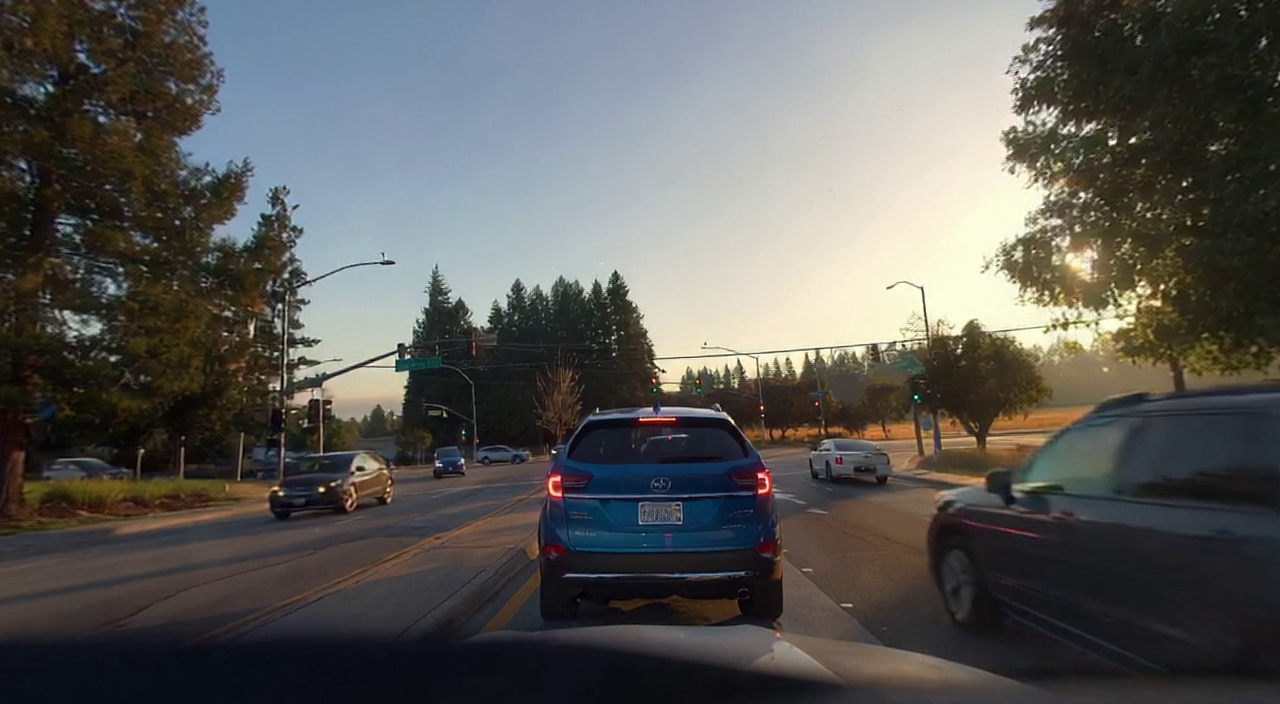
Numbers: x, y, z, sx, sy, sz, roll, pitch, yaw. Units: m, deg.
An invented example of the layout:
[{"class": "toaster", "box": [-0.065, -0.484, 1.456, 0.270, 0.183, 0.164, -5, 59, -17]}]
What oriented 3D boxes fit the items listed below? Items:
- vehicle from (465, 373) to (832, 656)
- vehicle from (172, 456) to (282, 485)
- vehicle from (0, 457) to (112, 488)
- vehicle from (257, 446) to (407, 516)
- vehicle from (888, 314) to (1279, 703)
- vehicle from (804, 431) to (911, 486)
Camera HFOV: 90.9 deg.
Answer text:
[{"class": "vehicle", "box": [0.043, 1.321, 6.117, 2.298, 1.770, 4.138, 0, -8, 0]}, {"class": "vehicle", "box": [-22.534, 6.457, 34.490, 4.559, 1.458, 2.265, -1, -8, 7]}, {"class": "vehicle", "box": [-33.233, 6.831, 35.748, 4.605, 1.626, 2.251, 0, -8, 2]}, {"class": "vehicle", "box": [-8.062, 3.358, 17.083, 2.192, 1.606, 4.510, 1, -8, -6]}, {"class": "vehicle", "box": [3.267, 0.866, 2.998, 2.340, 1.693, 4.516, 0, -8, 0]}, {"class": "vehicle", "box": [7.091, 3.518, 21.118, 2.012, 1.636, 4.352, 0, -8, 0]}]
